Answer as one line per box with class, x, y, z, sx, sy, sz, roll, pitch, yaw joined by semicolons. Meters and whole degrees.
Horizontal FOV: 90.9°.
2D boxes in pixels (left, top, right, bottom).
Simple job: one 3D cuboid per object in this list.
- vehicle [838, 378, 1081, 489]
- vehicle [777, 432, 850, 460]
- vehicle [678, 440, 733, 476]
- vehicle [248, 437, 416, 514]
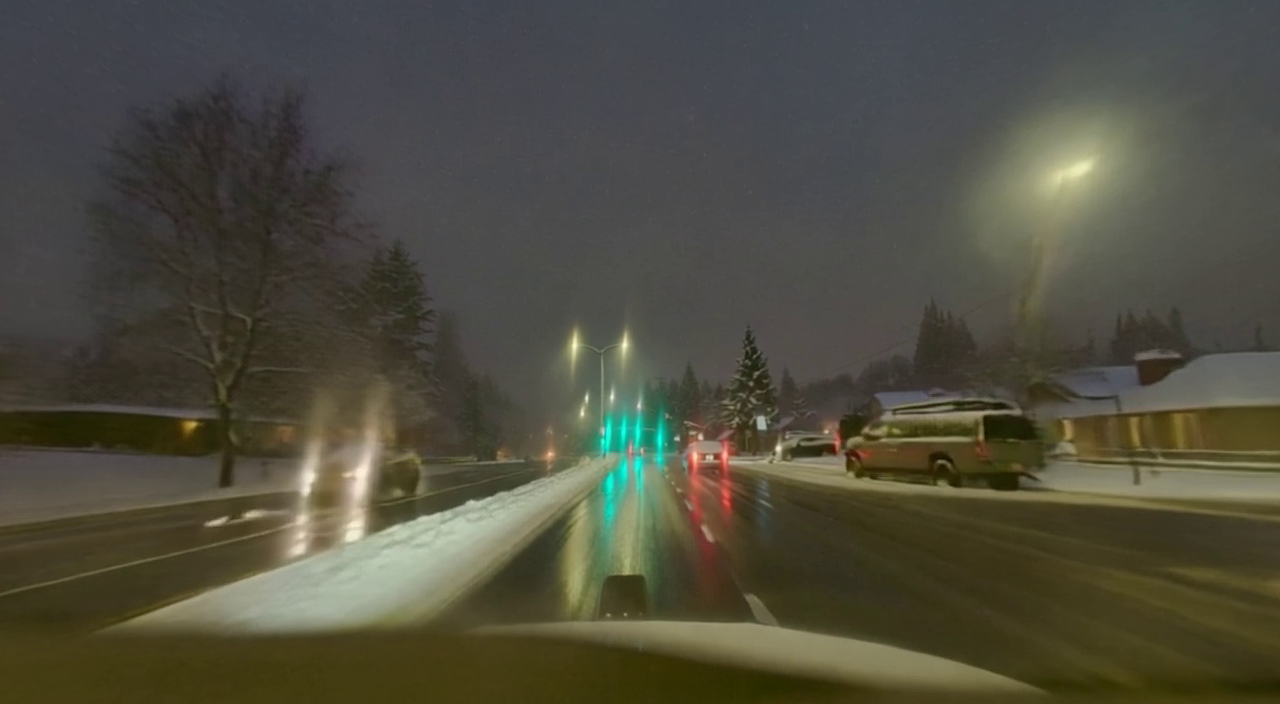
vehicle;9.227;2.572;19.402;2.331;2.747;6.993;2;-9;-16
vehicle;11.583;6.319;42.318;4.202;1.794;2.063;0;-9;-1
vehicle;2.841;4.721;28.342;1.960;1.479;4.086;0;-9;-1
vehicle;-8.051;3.247;17.137;2.178;1.761;4.724;0;-9;0
